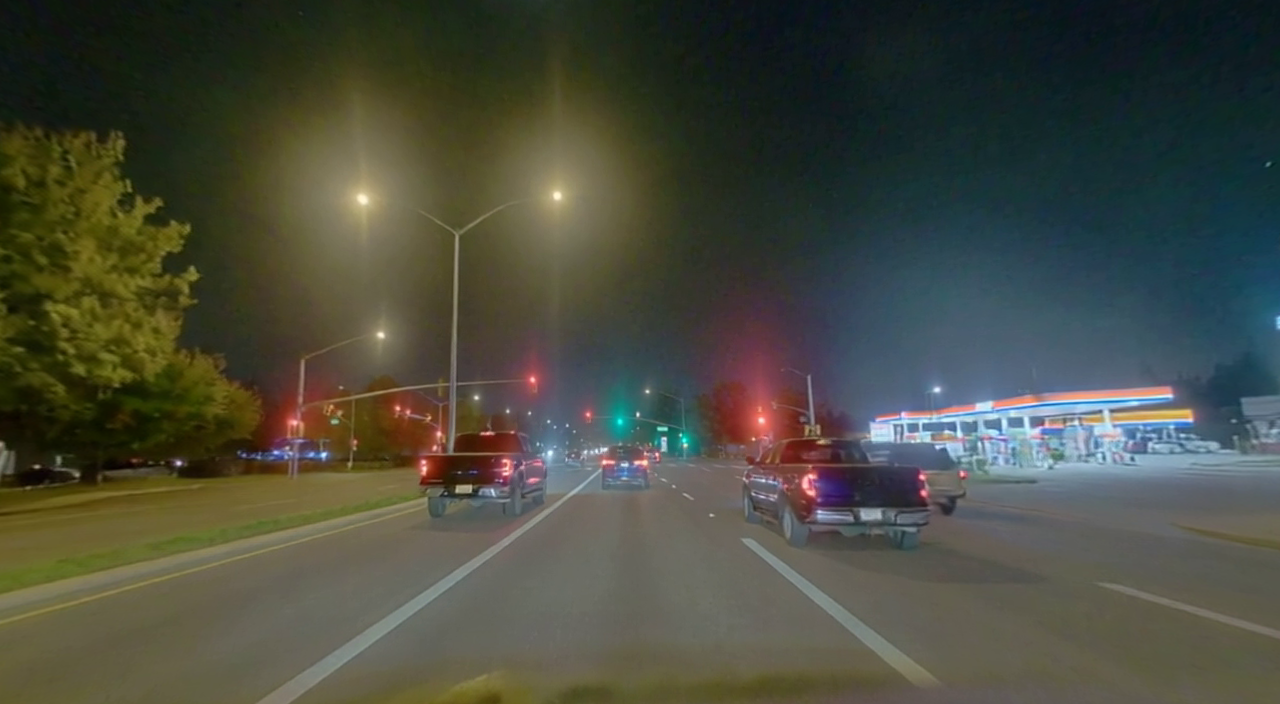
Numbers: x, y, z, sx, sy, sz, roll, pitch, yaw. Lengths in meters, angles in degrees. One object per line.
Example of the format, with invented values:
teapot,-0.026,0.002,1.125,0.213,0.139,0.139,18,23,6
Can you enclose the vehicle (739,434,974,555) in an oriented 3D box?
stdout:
vehicle,3.054,2.115,10.151,2.061,1.487,4.462,0,-9,-2

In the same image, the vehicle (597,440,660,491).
vehicle,-0.415,3.959,22.314,2.029,1.605,3.827,0,-9,-2

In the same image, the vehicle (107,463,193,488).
vehicle,-36.272,9.087,46.834,1.929,1.636,4.589,-7,-11,38

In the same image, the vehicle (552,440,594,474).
vehicle,-4.209,6.718,40.689,2.321,2.026,5.307,0,-9,-2

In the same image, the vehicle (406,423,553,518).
vehicle,-3.613,2.811,15.566,2.195,1.905,5.634,0,-9,-1
